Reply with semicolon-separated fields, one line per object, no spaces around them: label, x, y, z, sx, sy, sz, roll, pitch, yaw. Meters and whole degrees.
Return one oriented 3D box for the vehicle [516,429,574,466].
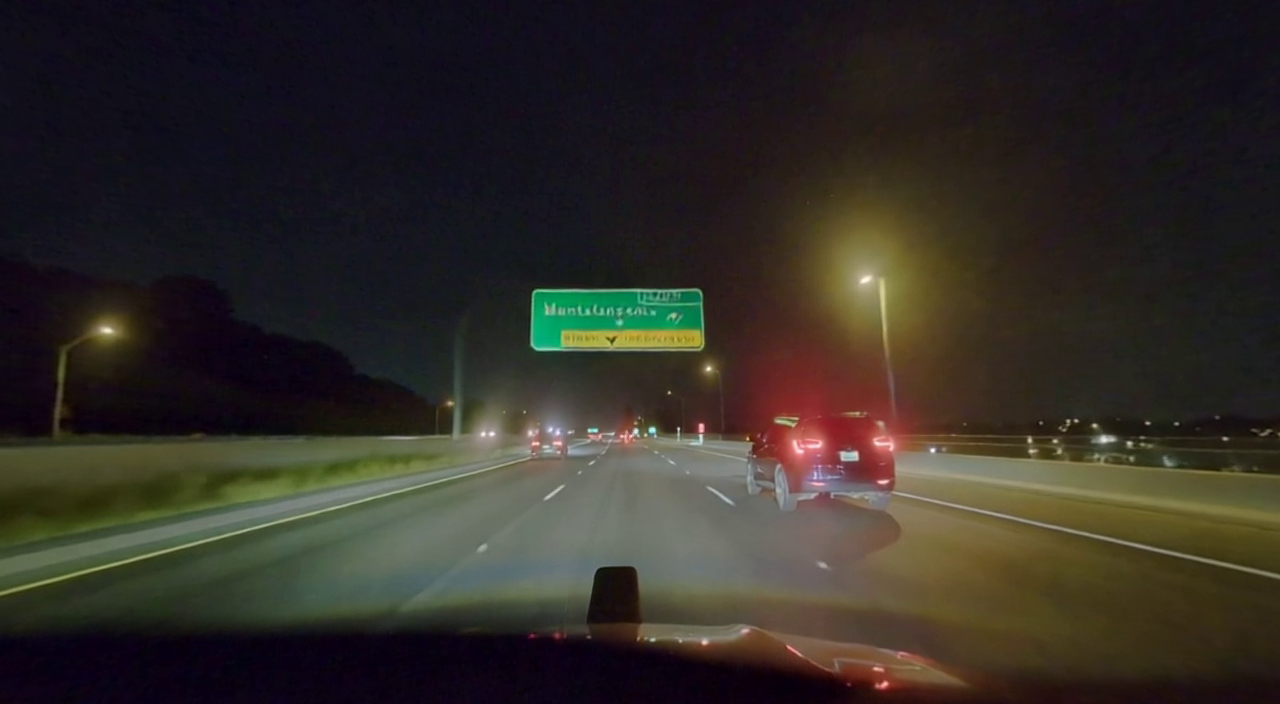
vehicle;-4.248;4.341;28.933;2.062;1.591;4.156;0;-8;-1
